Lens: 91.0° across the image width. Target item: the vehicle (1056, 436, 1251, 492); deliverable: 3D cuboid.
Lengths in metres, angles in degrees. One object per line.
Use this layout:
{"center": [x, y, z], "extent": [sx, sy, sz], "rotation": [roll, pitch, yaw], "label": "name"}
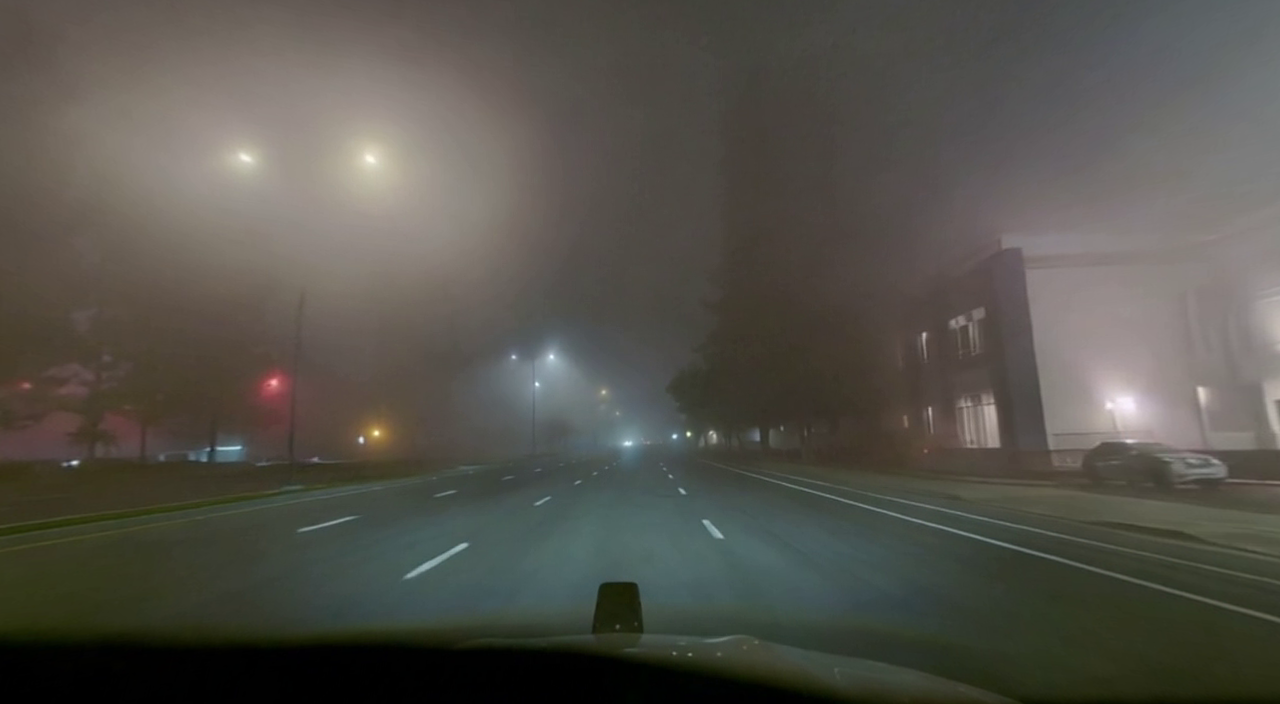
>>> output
{"center": [15.477, 3.374, 19.405], "extent": [1.931, 1.475, 4.671], "rotation": [0, -8, -3], "label": "vehicle"}
